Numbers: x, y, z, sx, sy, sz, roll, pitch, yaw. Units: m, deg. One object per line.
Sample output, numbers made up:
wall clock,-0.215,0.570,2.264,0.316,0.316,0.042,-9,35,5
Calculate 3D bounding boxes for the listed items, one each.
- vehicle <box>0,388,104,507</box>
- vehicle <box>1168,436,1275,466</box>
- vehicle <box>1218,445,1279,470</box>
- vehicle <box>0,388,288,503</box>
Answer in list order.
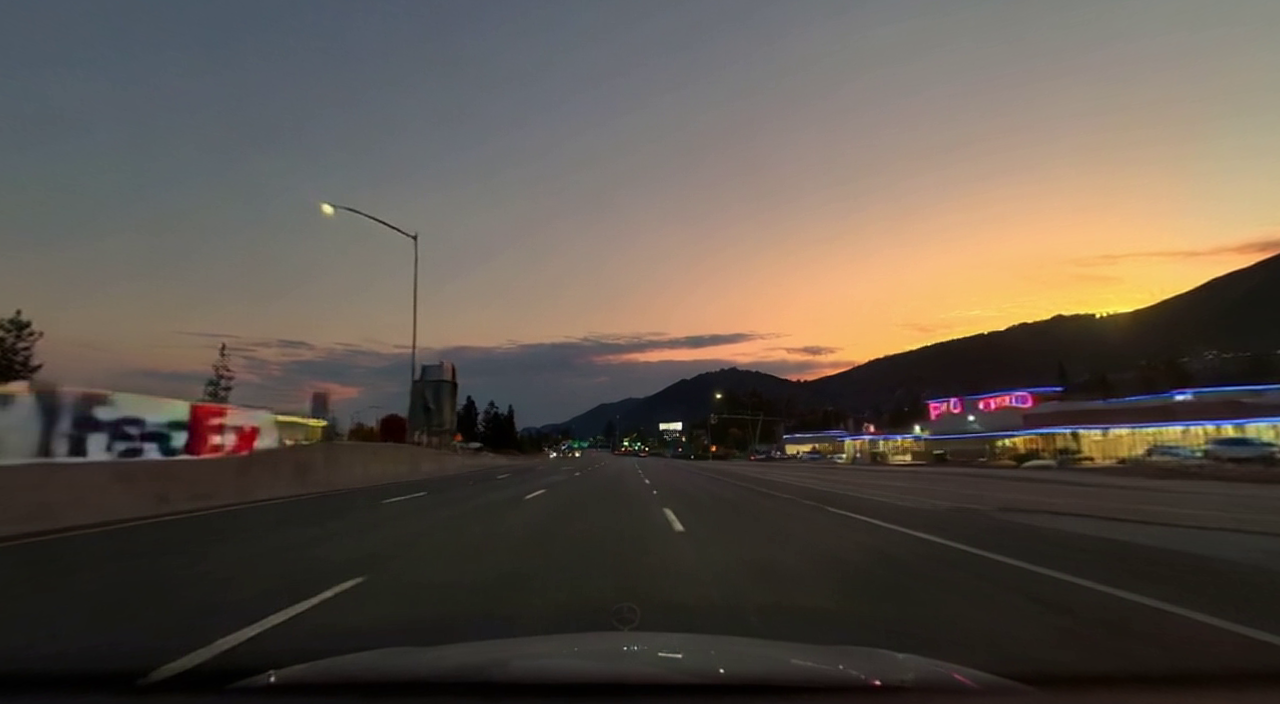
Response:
vehicle,-23.268,3.236,21.444,2.971,4.003,7.817,0,-9,-1
vehicle,43.969,7.469,47.701,5.942,2.037,2.359,1,-4,-3
vehicle,43.261,7.301,43.616,4.635,1.693,2.073,1,-9,-7
vehicle,-23.478,4.611,30.935,2.964,4.152,16.360,0,-9,0
